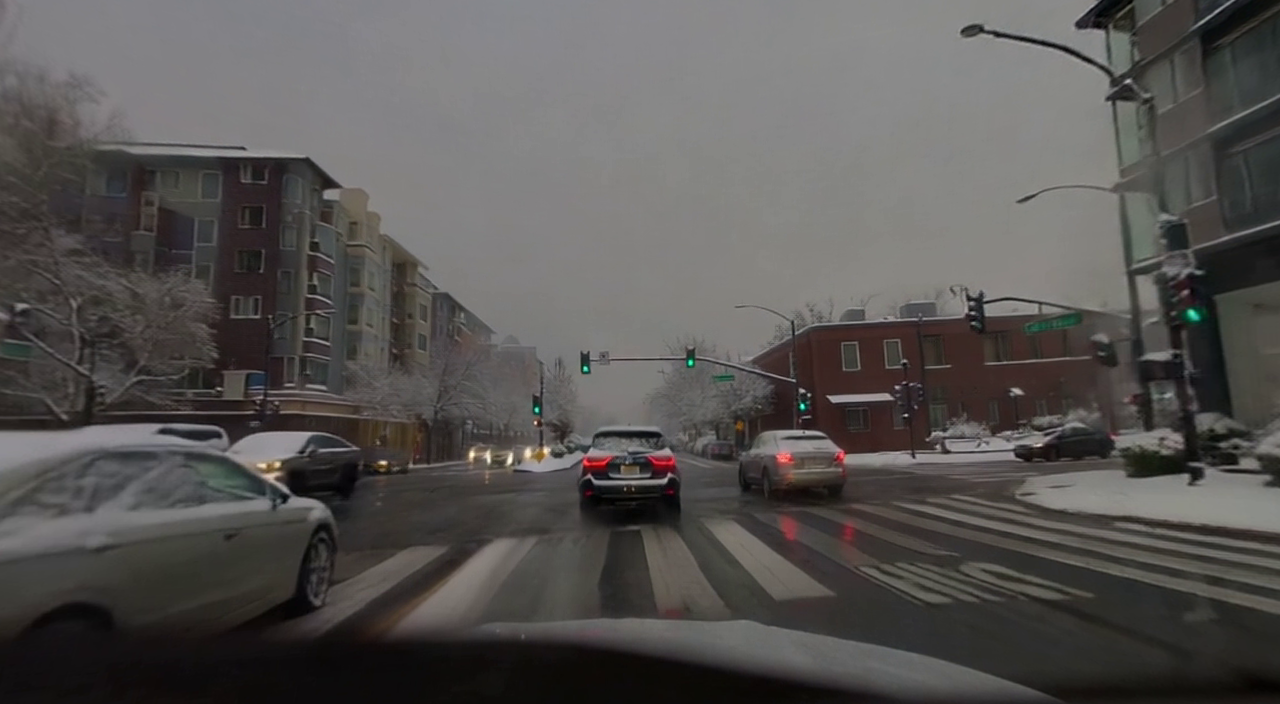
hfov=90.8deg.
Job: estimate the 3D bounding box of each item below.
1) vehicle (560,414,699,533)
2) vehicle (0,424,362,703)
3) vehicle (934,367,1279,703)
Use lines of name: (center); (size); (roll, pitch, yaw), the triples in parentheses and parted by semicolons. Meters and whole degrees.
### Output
vehicle: (-0.160, 2.327, 12.789); (2.206, 1.858, 5.332); (0, -8, 0)
vehicle: (-3.739, 1.218, 3.741); (2.055, 1.488, 4.733); (0, -8, 0)
vehicle: (3.151, 0.908, 2.514); (1.906, 1.608, 4.137); (0, -8, -1)
